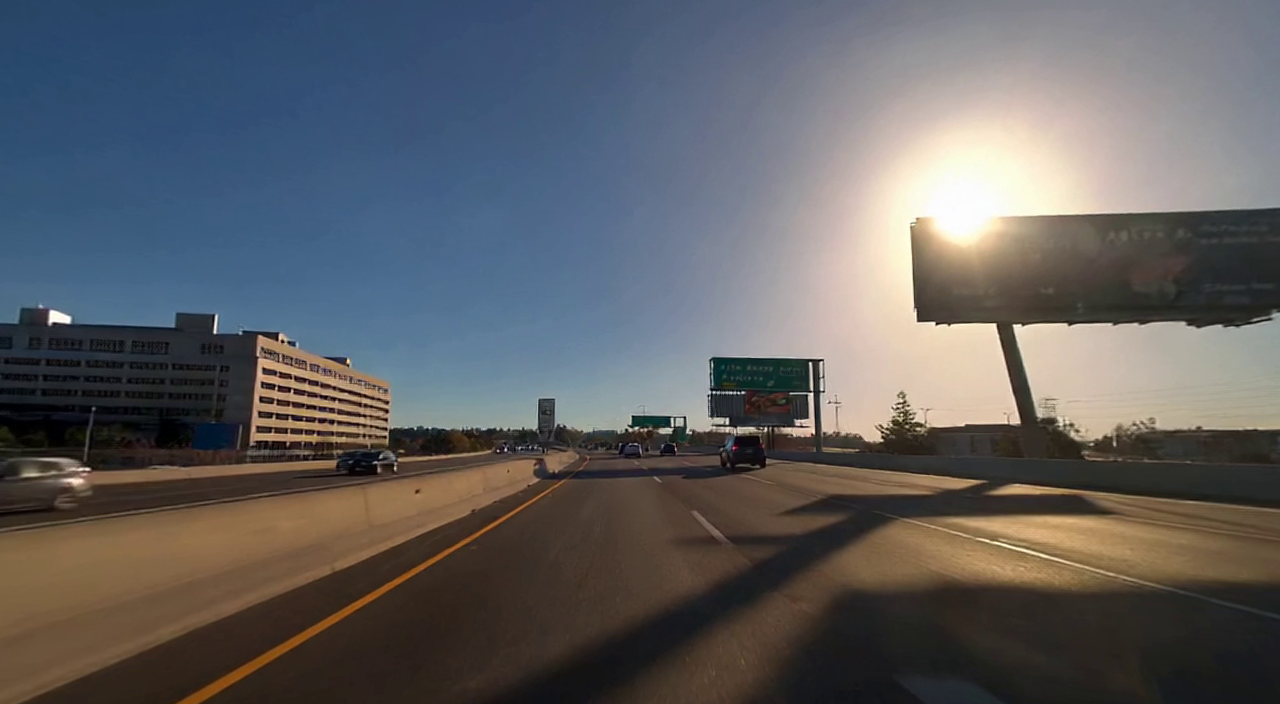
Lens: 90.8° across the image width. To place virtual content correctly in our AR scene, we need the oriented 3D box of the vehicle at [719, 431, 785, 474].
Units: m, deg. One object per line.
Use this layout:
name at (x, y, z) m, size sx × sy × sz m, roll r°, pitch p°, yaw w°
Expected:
vehicle at (5.488, 5.027, 31.780) m, size 2.181 × 1.952 × 4.973 m, roll 0°, pitch -9°, yaw -3°

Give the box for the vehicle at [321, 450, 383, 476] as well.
vehicle at (-18.208, 7.005, 40.185) m, size 1.893 × 1.517 × 4.889 m, roll 0°, pitch -9°, yaw -3°
